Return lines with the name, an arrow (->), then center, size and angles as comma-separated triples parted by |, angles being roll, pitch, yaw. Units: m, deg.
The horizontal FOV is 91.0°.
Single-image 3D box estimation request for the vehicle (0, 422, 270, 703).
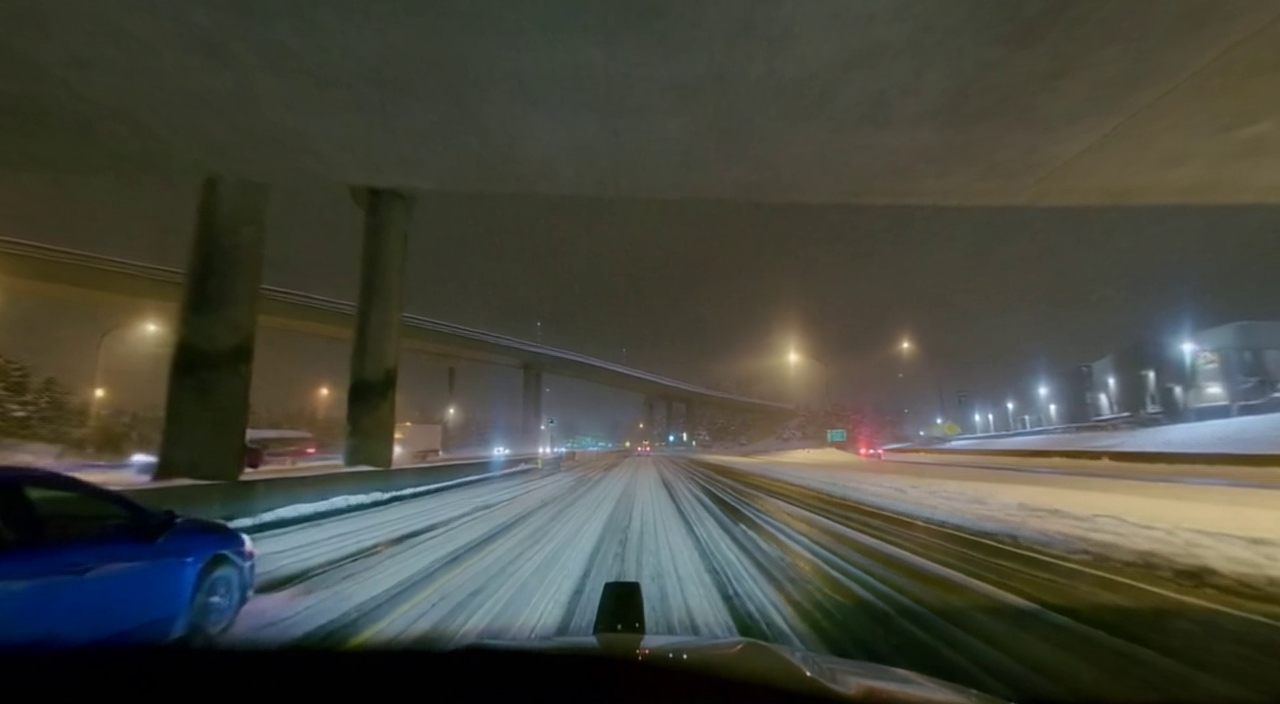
vehicle -> -3.952, 1.041, 2.756 | 2.044, 1.478, 4.114 | 0, -9, 2
